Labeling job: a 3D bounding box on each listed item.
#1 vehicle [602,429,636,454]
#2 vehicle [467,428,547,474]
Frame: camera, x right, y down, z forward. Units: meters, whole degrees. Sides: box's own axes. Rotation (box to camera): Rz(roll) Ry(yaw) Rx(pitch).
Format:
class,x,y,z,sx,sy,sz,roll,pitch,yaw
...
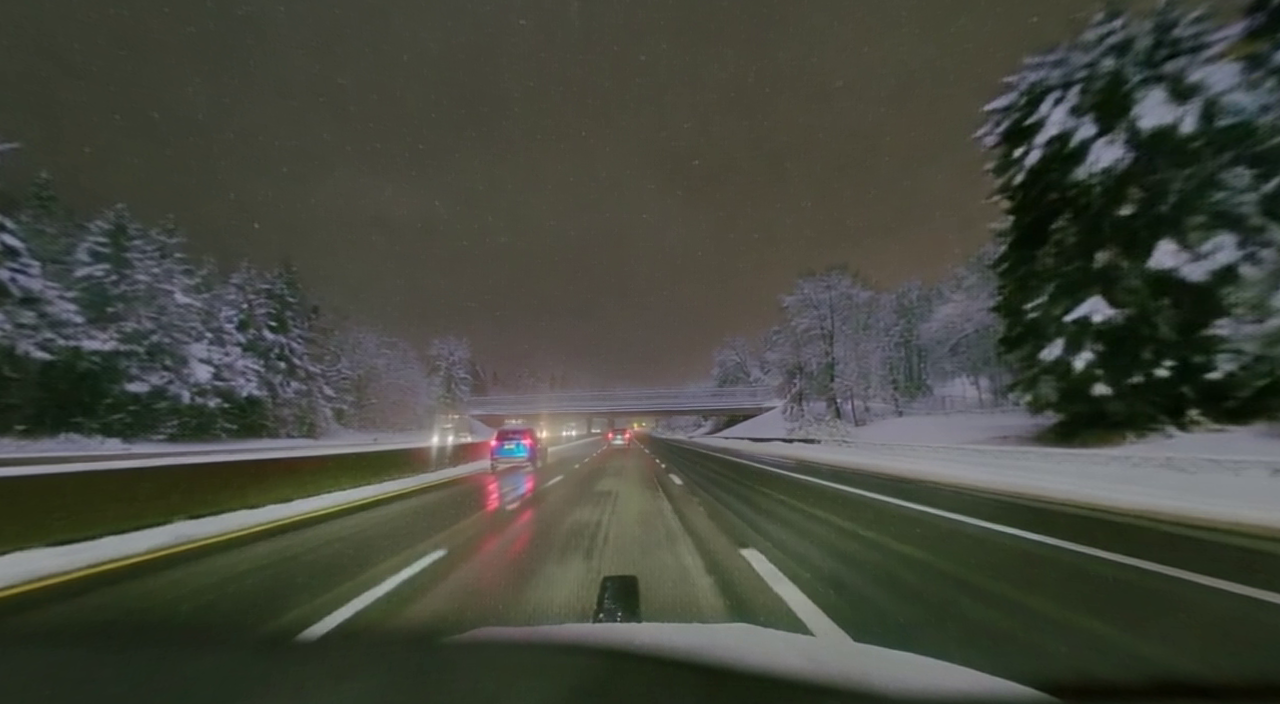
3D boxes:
class,x,y,z,sx,sy,sz,roll,pitch,yaw
vehicle,-1.360,5.981,42.096,2.116,1.625,4.004,0,-8,0
vehicle,-4.784,3.617,23.296,2.017,1.537,4.496,0,-8,0
